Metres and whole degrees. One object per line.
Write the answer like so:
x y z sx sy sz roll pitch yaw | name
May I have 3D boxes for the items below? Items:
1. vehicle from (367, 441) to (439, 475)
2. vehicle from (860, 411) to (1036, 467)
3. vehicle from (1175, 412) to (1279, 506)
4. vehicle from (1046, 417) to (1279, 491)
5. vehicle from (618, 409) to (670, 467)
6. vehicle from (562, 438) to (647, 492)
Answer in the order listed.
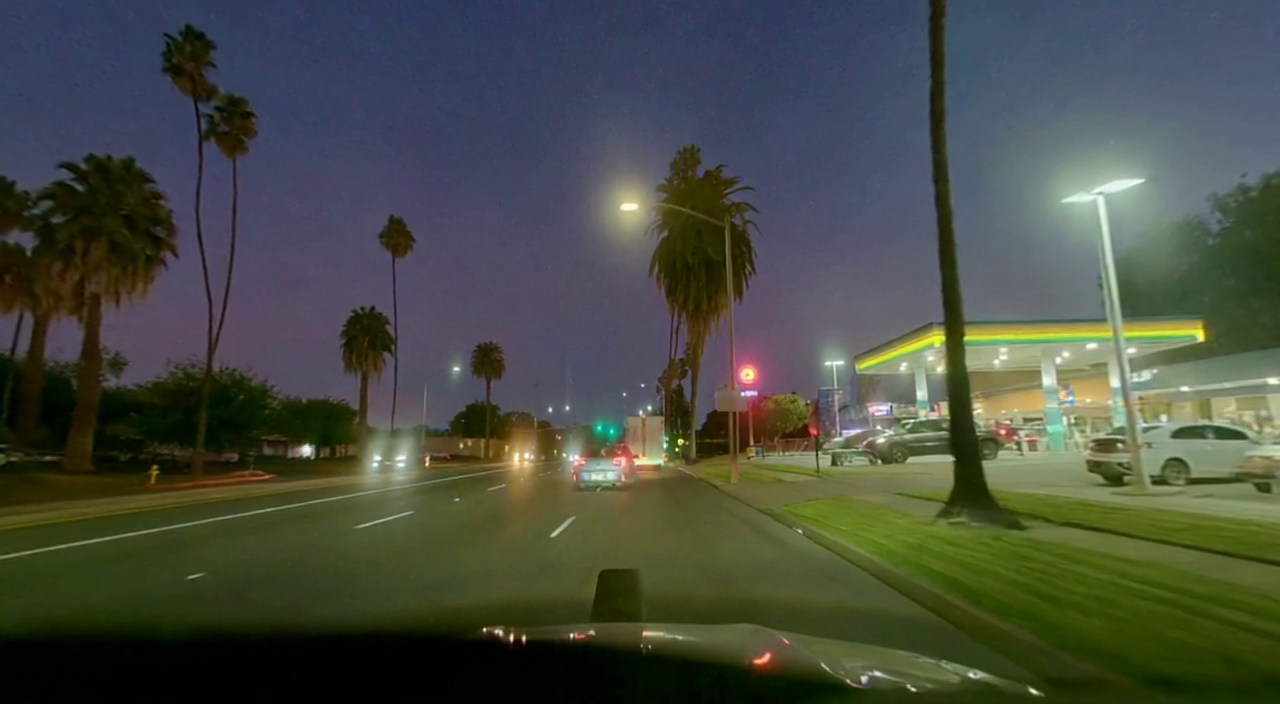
-12.140 5.435 32.444 1.895 1.592 4.305 0 -9 2 | vehicle
12.406 3.559 25.569 5.968 2.162 2.319 1 -9 -5 | vehicle
12.379 1.825 10.774 4.586 1.464 1.954 0 -9 -1 | vehicle
11.756 2.213 13.686 4.474 1.486 1.897 0 -9 -2 | vehicle
0.262 5.762 41.689 3.100 3.468 8.108 0 -9 0 | vehicle
-0.951 3.479 19.680 2.145 1.483 4.453 0 -9 4 | vehicle
